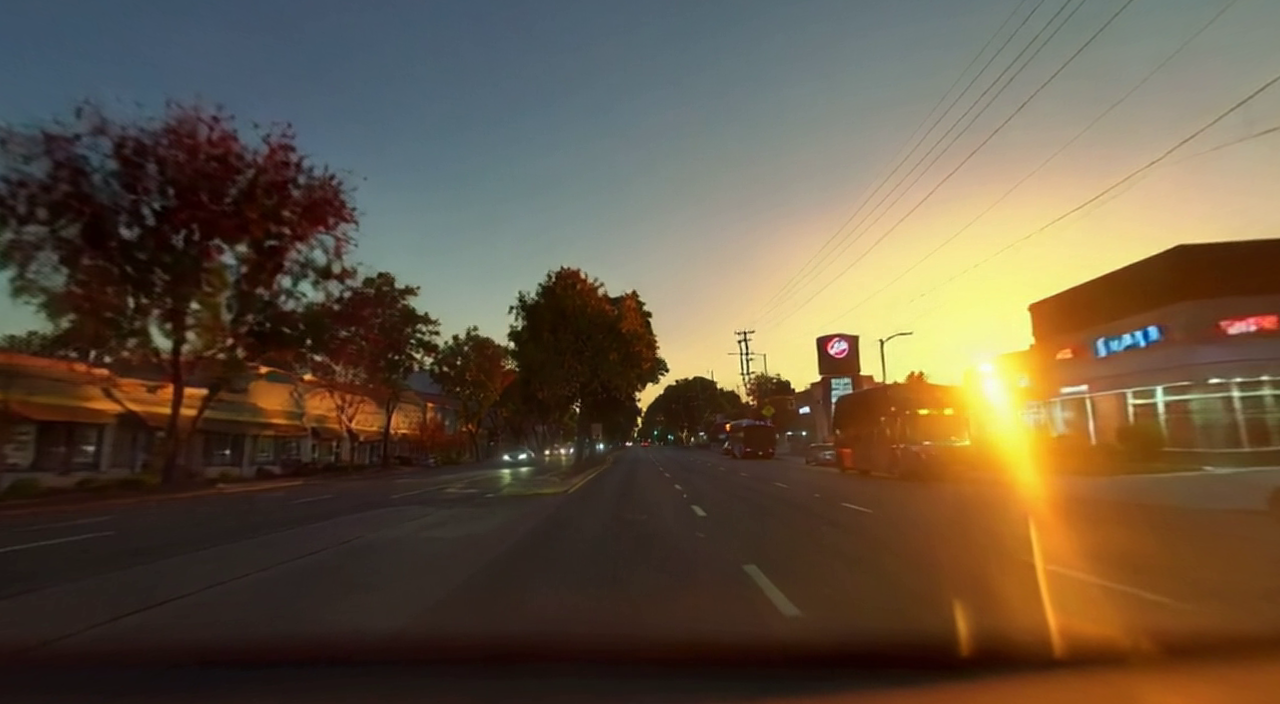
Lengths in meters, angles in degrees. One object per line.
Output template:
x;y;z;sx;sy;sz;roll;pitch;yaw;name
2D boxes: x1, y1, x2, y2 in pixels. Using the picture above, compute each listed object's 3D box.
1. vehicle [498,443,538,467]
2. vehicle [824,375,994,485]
-8.984;7.580;46.855;1.939;1.643;4.975;0;-8;1;vehicle
9.921;3.090;24.596;2.897;3.584;7.857;0;-8;-2;vehicle
